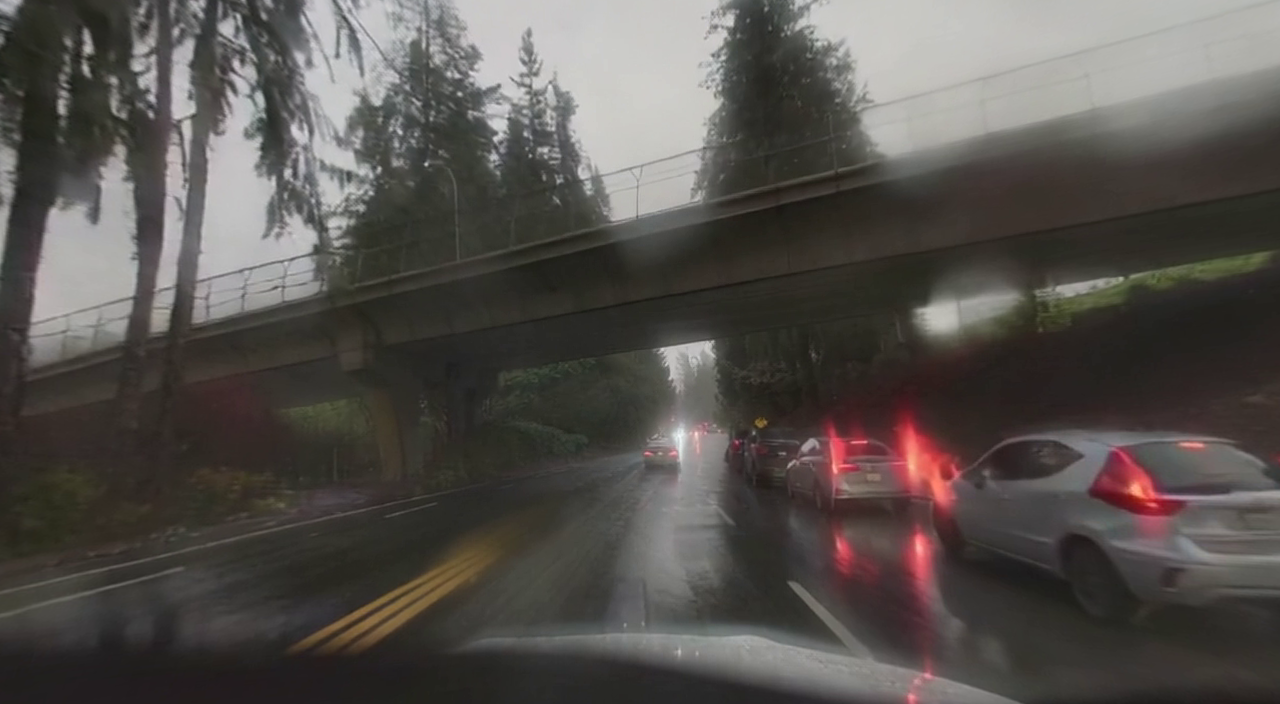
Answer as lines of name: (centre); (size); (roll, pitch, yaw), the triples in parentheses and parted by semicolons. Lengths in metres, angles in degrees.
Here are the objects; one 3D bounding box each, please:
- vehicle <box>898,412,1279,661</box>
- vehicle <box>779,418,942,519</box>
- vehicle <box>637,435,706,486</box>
vehicle: (4.132, 1.410, 5.832); (1.911, 1.525, 3.755); (0, -8, 1)
vehicle: (4.340, 2.357, 13.273); (1.947, 1.745, 4.452); (0, -8, 2)
vehicle: (1.123, 3.562, 21.068); (2.078, 1.506, 4.058); (-1, -8, 5)
